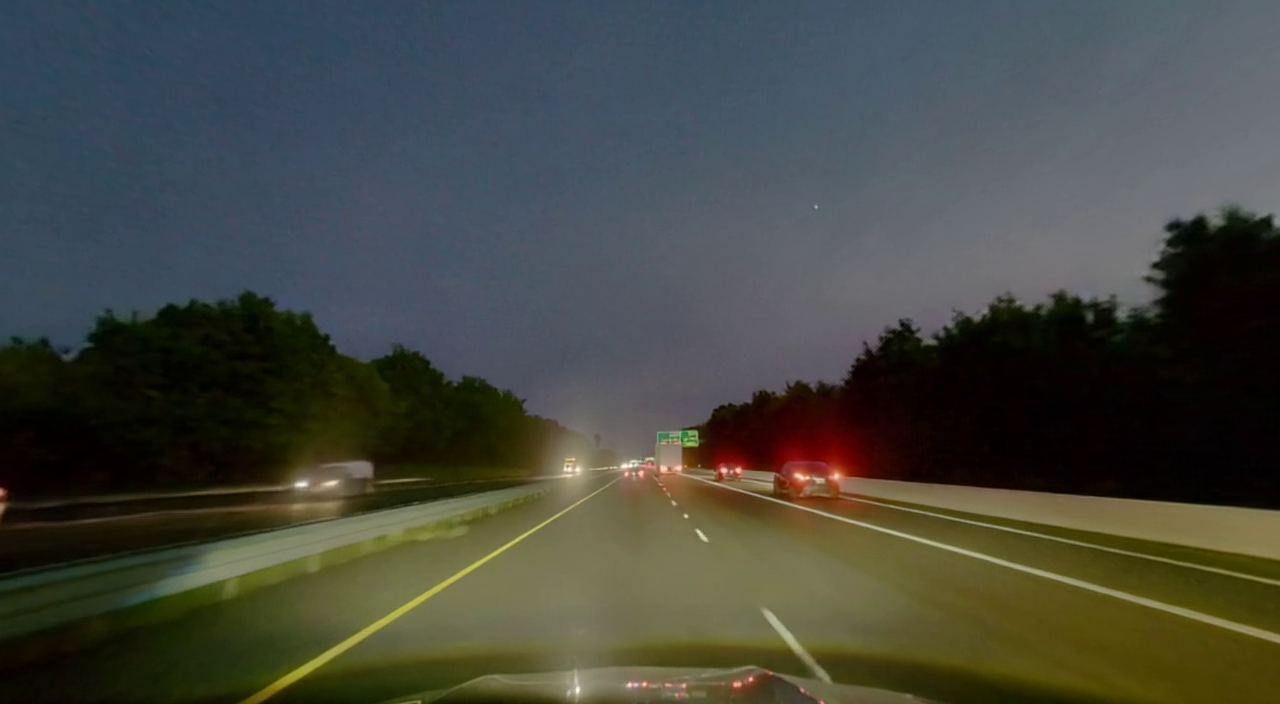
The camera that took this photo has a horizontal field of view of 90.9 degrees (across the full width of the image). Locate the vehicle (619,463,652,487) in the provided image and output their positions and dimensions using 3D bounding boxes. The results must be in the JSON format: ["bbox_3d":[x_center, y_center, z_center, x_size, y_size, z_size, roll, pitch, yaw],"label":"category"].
[{"bbox_3d":[-0.340,7.975,40.919,2.025,1.452,3.927,1,-10,-1],"label":"vehicle"}]

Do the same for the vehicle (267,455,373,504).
[{"bbox_3d":[-12.872,5.160,25.706,2.114,1.757,4.350,1,-10,-2],"label":"vehicle"}]
